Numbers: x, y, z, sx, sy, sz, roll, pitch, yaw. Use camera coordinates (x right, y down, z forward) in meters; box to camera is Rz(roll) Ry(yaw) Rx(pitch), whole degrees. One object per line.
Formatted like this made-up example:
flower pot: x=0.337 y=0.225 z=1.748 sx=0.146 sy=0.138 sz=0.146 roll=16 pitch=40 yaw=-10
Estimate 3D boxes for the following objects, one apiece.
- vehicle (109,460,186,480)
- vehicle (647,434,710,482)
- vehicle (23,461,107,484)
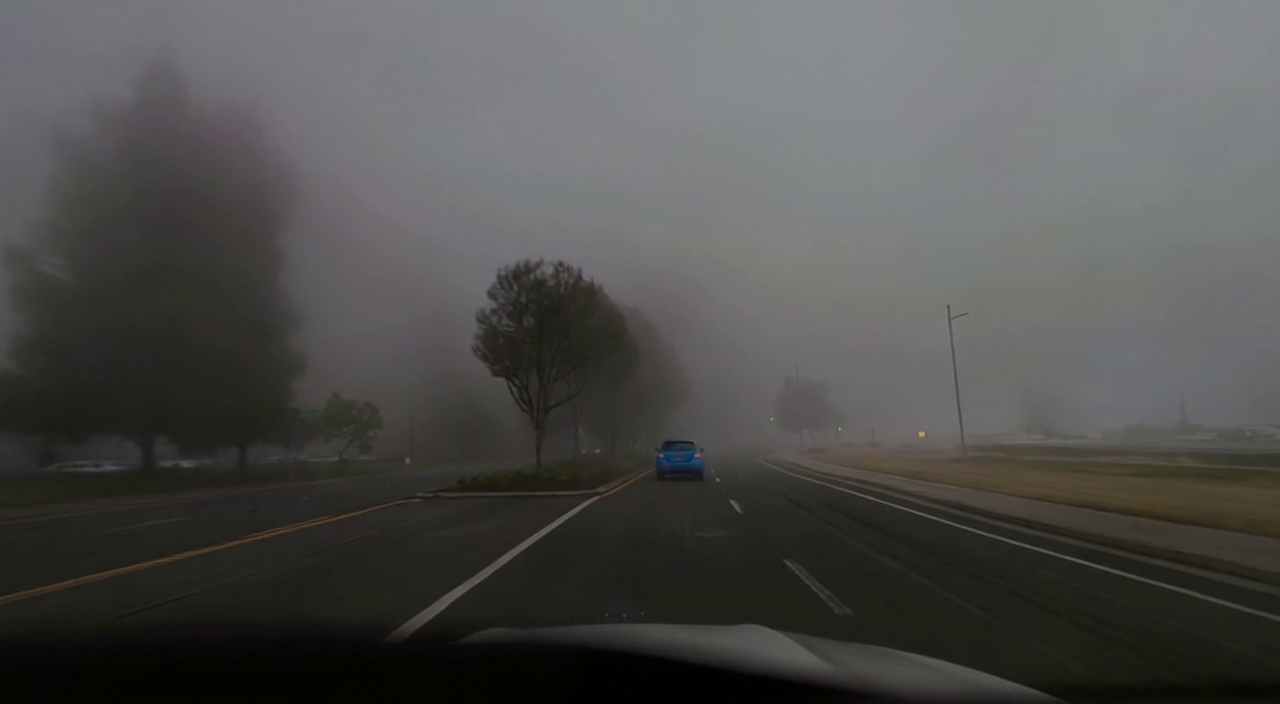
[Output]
vehicle: x=-37.182 y=8.896 z=47.671 sx=4.365 sy=1.430 sz=1.898 roll=-1 pitch=-8 yaw=5
vehicle: x=1.380 y=3.705 z=22.277 sx=2.010 sy=1.535 sz=3.735 roll=-1 pitch=-8 yaw=4
vehicle: x=-38.725 y=8.126 z=42.475 sx=4.261 sy=1.430 sz=1.806 roll=-2 pitch=-9 yaw=9
